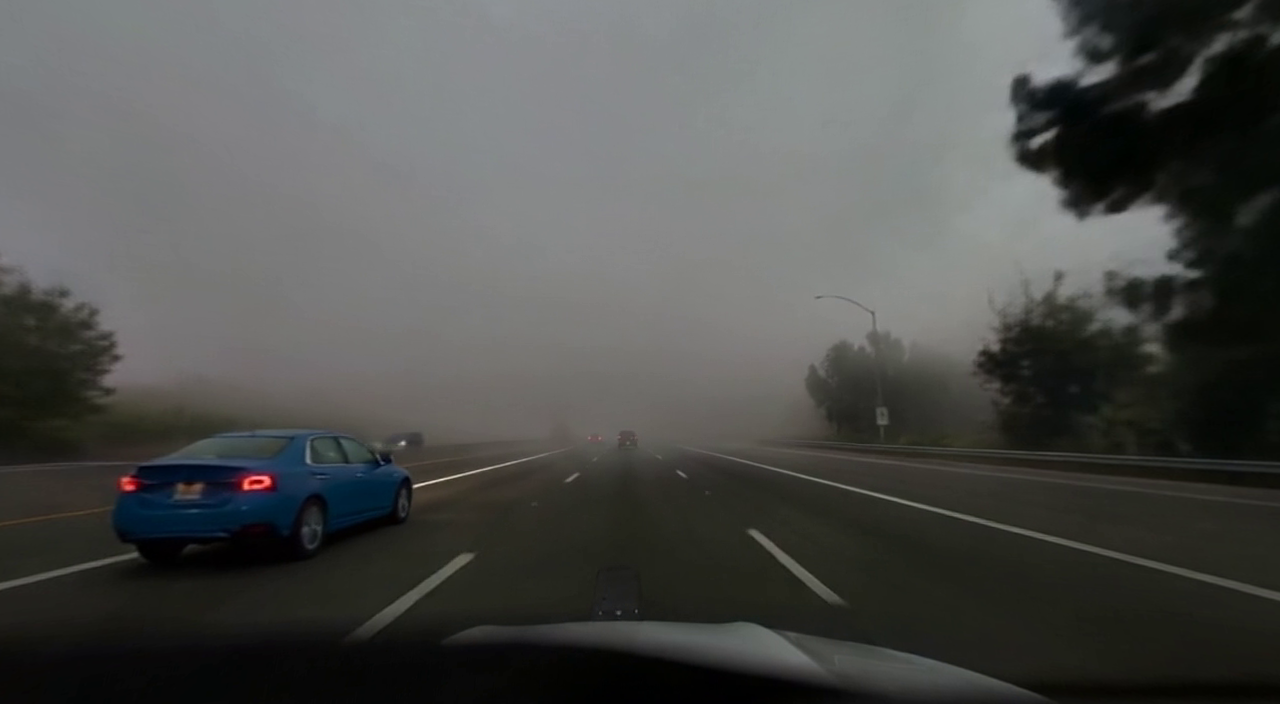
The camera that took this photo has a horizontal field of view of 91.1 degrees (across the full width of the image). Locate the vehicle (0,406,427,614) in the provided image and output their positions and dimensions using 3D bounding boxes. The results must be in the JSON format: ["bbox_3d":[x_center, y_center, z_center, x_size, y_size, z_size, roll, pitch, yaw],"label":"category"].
[{"bbox_3d":[-4.157,1.478,6.997,2.017,1.537,4.496,0,-8,0],"label":"vehicle"}]

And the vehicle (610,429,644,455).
[{"bbox_3d":[-0.814,5.929,41.430,2.116,1.625,4.004,0,-8,-1],"label":"vehicle"}]
